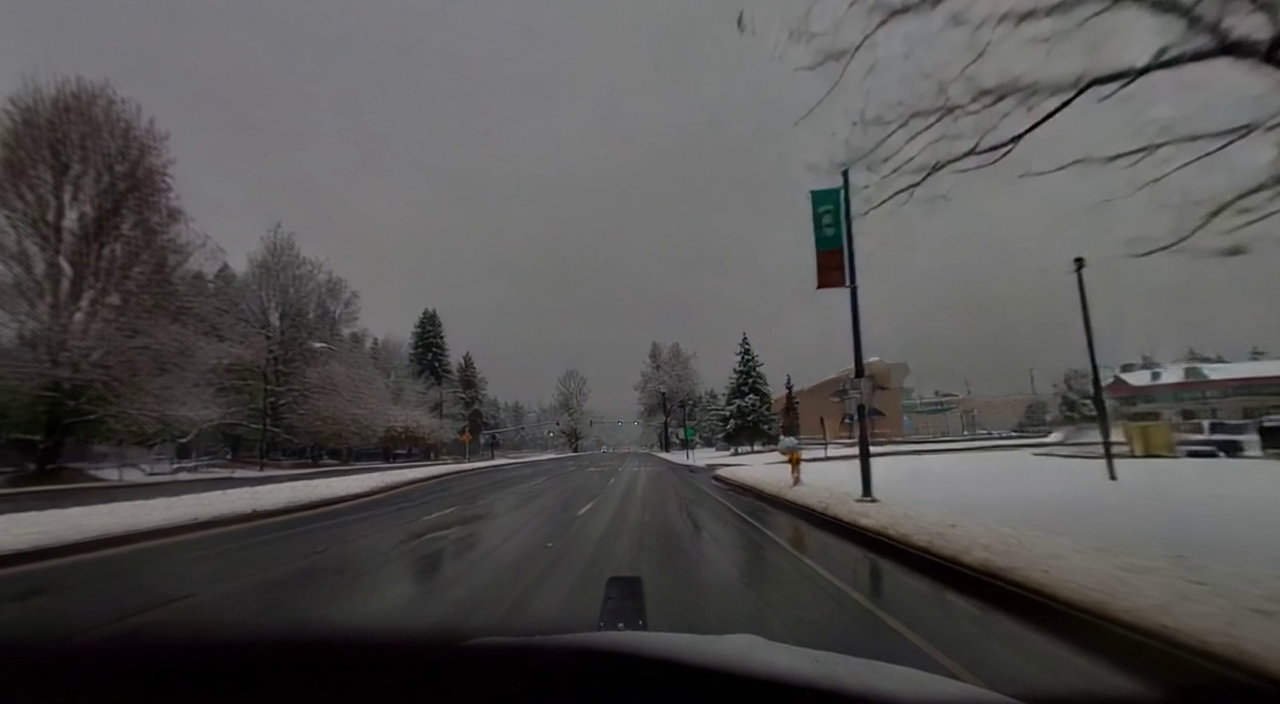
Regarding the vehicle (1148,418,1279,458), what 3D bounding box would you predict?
[{"bbox_3d":[25.976,3.888,28.420,4.384,1.682,1.866,-1,-9,3],"label":"vehicle"}]
